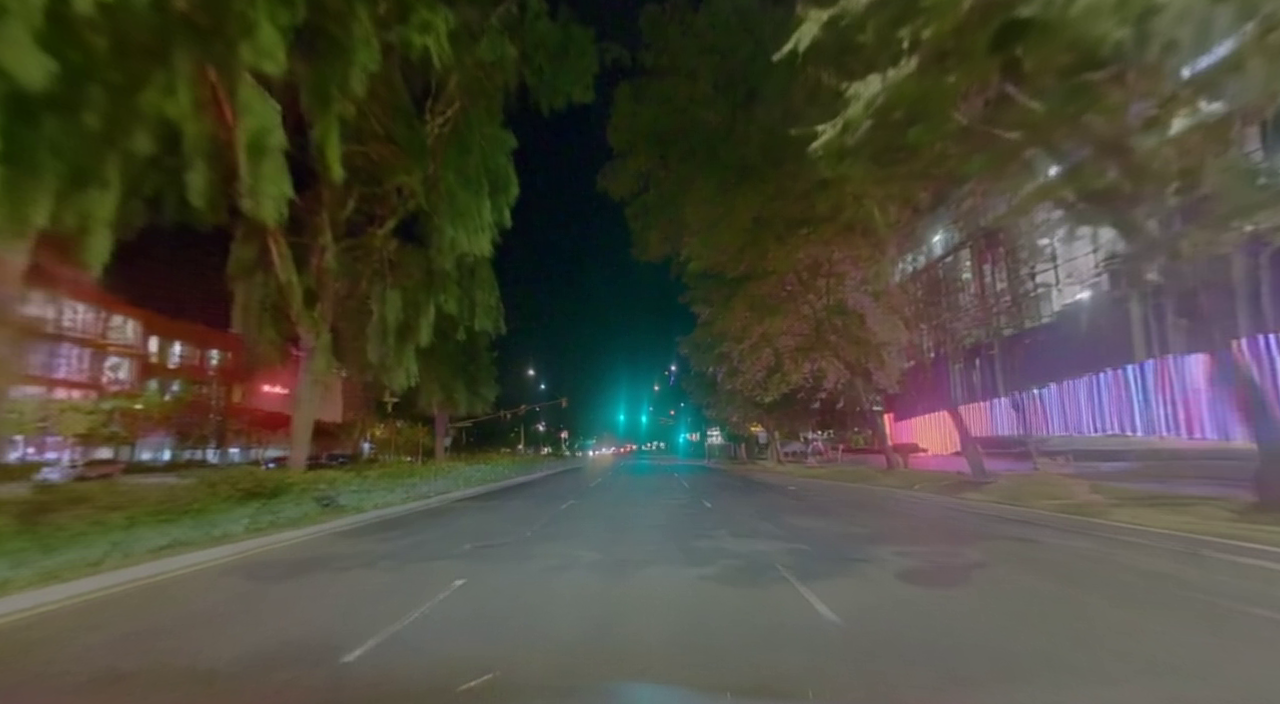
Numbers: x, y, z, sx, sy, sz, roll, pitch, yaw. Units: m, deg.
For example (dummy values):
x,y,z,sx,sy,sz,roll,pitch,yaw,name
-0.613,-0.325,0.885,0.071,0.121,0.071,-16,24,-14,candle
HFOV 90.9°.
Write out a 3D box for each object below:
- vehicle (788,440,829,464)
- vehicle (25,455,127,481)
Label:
x,y,z,sx,sy,sz,roll,pitch,yaw,name
13.203,7.864,49.747,2.028,1.788,5.064,-1,-9,2,vehicle
-35.914,7.335,40.193,4.644,1.465,1.793,8,-12,-44,vehicle
